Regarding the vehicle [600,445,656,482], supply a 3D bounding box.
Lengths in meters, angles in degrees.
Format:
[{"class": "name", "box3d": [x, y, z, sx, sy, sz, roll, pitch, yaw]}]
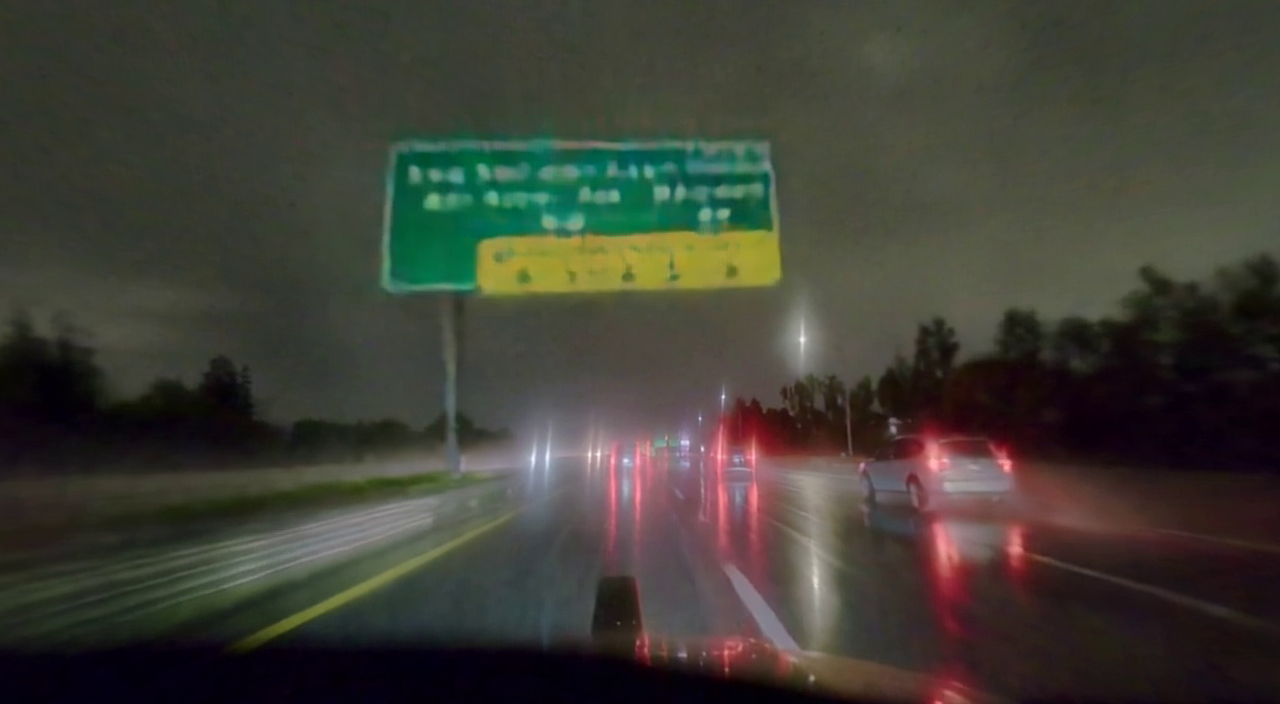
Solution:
[{"class": "vehicle", "box3d": [-0.490, 5.178, 29.361, 2.084, 1.594, 4.219, -1, -9, 6]}]

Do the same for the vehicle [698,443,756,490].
[{"class": "vehicle", "box3d": [3.248, 4.274, 23.771, 1.969, 1.595, 3.964, -1, -9, 6]}]
